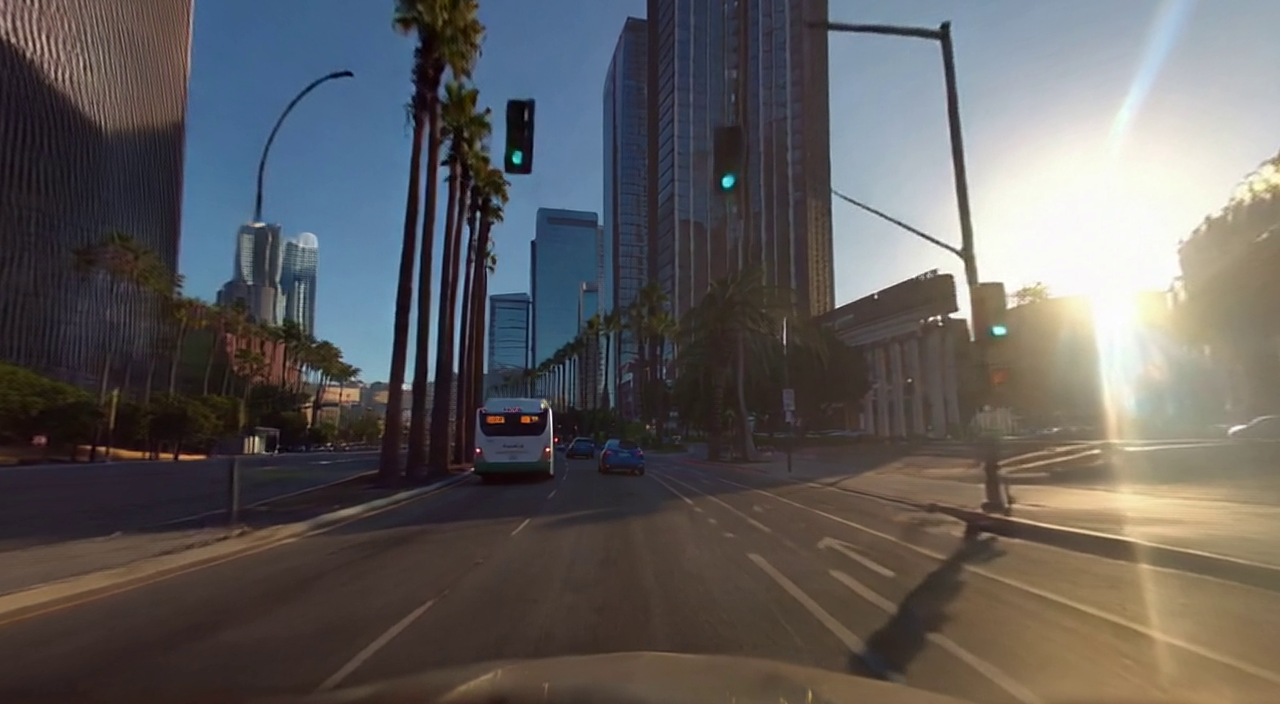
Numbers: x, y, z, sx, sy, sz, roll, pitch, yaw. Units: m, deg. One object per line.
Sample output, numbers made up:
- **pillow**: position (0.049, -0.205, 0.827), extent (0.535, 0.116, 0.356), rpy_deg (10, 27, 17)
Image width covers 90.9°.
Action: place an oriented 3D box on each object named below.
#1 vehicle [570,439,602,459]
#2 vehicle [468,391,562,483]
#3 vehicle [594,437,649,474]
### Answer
- **vehicle**: position (-4.090, 7.208, 46.888), extent (1.993, 1.452, 3.873), rpy_deg (2, -9, -10)
- **vehicle**: position (-4.677, 3.434, 25.249), extent (2.678, 3.042, 8.474), rpy_deg (1, -8, -5)
- **vehicle**: position (-0.887, 4.561, 27.911), extent (2.107, 1.481, 4.097), rpy_deg (1, -9, -6)
